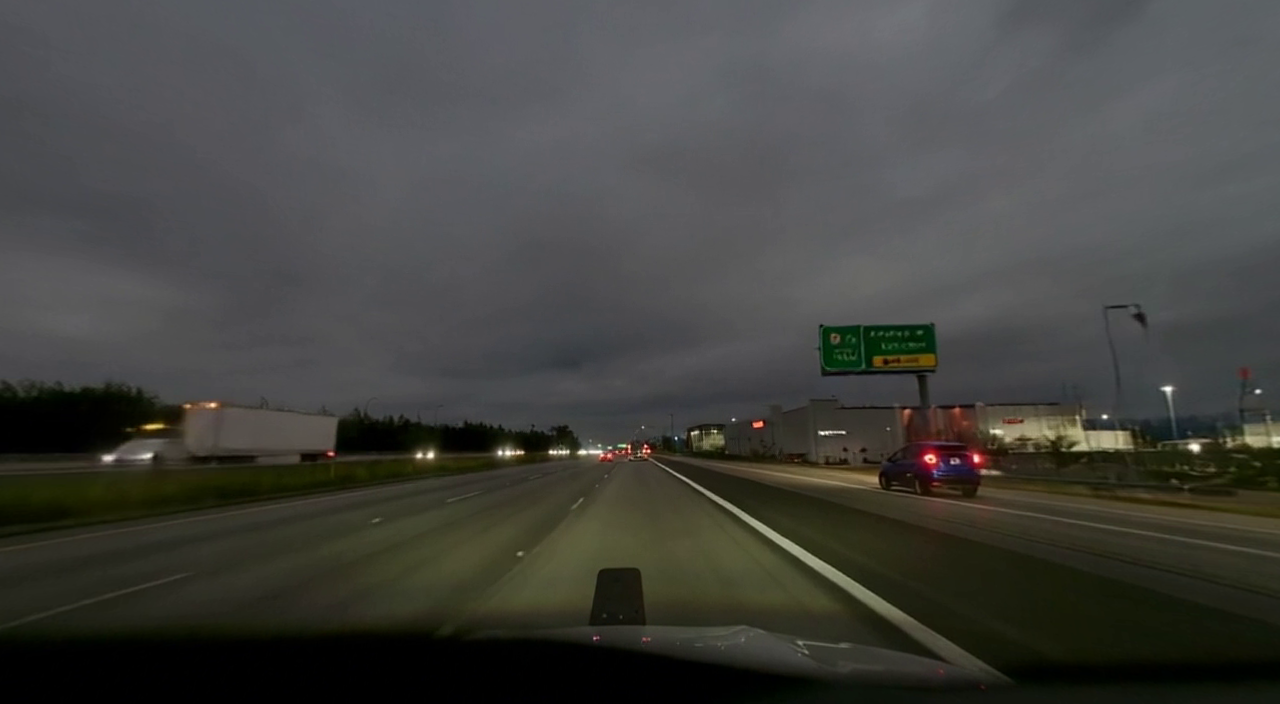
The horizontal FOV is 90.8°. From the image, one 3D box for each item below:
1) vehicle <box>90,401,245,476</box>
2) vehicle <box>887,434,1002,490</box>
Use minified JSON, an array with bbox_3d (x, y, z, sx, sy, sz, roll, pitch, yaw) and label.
[{"bbox_3d":[-23.925,4.494,32.505,2.745,3.437,6.513,0,-8,1],"label":"vehicle"},{"bbox_3d":[13.905,5.055,29.325,2.411,2.326,5.300,0,-9,-3],"label":"vehicle"}]
